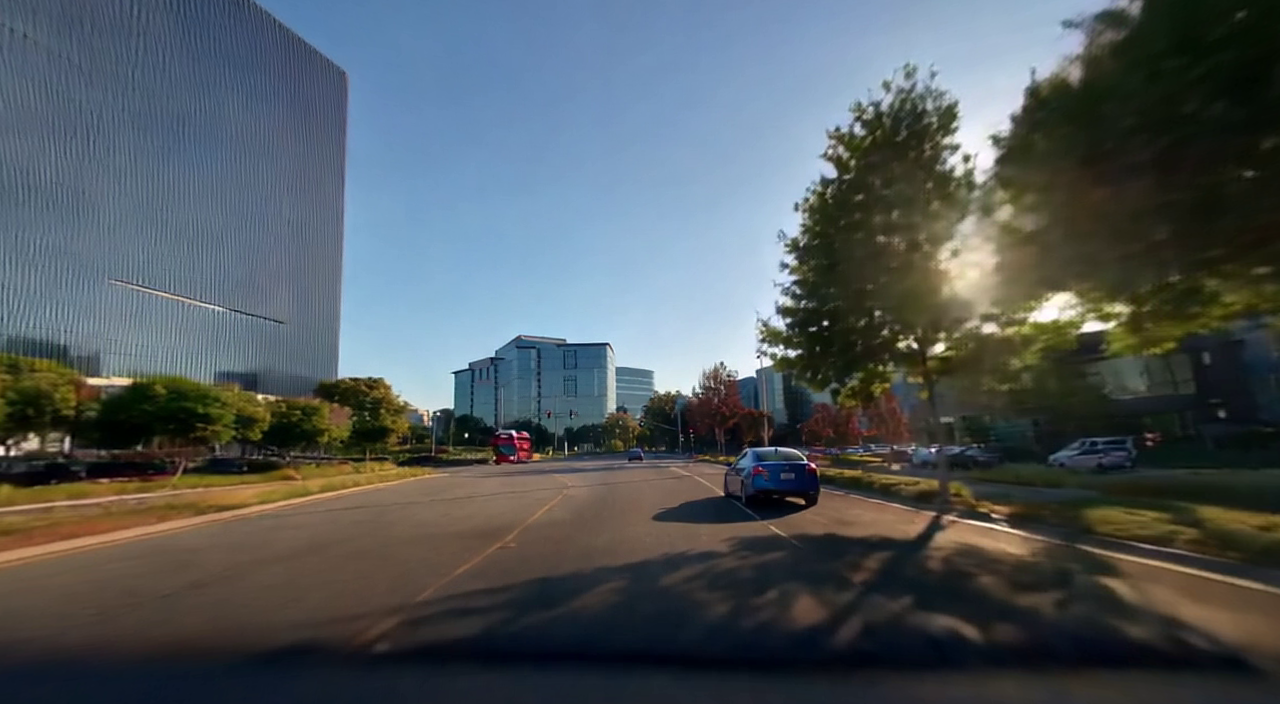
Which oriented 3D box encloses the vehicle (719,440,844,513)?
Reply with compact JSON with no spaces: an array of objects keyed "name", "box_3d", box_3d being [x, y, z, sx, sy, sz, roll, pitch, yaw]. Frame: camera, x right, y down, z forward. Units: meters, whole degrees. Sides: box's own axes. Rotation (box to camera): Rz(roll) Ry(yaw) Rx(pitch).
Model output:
[{"name":"vehicle","box_3d":[3.231,2.927,15.294,1.993,1.501,4.127,0,-9,-1]}]
